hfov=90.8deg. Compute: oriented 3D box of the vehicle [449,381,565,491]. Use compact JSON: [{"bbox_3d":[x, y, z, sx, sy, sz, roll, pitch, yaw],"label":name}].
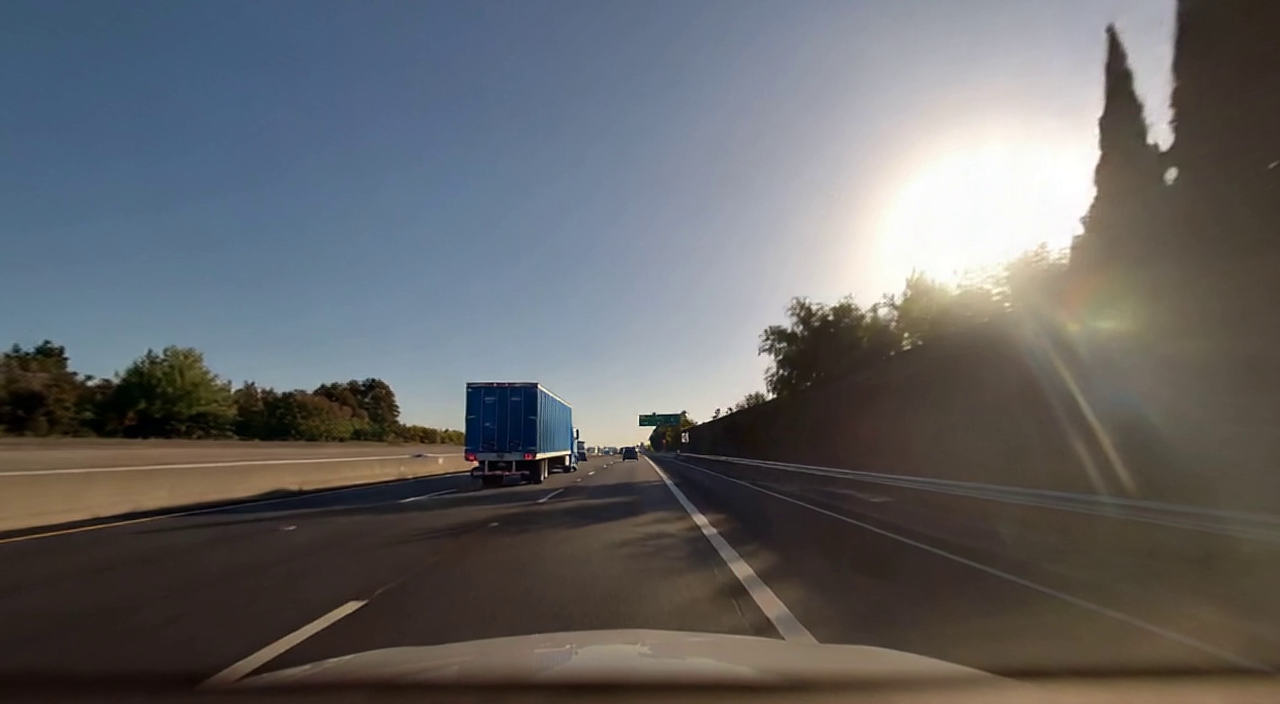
[{"bbox_3d":[-4.626,3.198,23.595,2.707,3.461,7.191,0,-9,0],"label":"vehicle"}]
